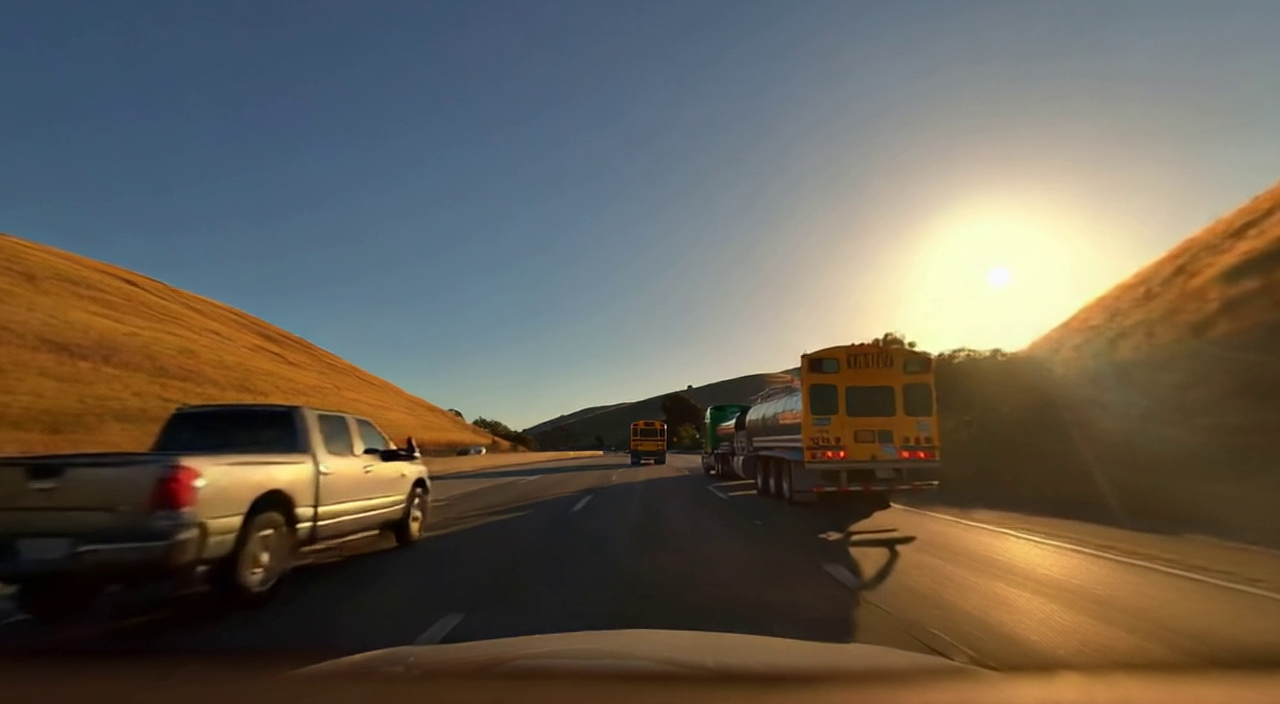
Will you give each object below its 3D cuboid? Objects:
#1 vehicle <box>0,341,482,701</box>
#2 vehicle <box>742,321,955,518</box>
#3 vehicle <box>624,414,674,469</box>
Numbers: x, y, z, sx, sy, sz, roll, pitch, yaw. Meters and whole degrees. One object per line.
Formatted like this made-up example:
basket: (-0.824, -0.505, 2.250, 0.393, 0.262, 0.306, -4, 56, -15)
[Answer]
vehicle: (-3.564, 1.318, 6.387, 2.241, 1.927, 5.833, 0, -8, 2)
vehicle: (4.447, 1.744, 15.361, 2.716, 3.705, 7.018, 0, -8, 0)
vehicle: (0.565, 6.119, 42.955, 2.948, 3.265, 10.569, 0, -8, 0)
